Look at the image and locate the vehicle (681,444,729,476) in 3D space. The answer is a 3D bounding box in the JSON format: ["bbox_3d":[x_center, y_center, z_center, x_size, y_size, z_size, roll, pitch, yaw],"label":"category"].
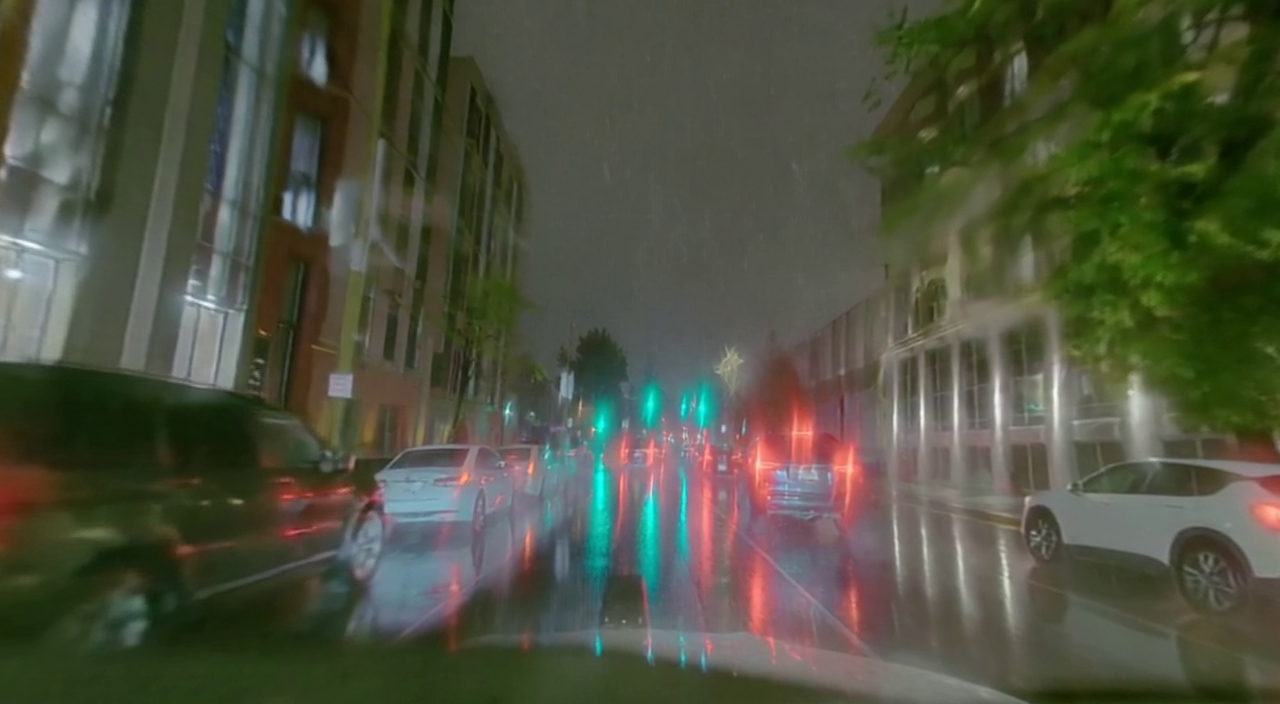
[{"bbox_3d":[3.230,5.456,32.071,1.966,1.475,4.528,0,-8,0],"label":"vehicle"}]

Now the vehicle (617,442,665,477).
[{"bbox_3d":[0.050,4.759,28.089,2.007,1.460,3.923,0,-8,0],"label":"vehicle"}]

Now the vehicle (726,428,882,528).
[{"bbox_3d":[3.134,2.506,13.143,2.002,1.707,4.547,0,-8,0],"label":"vehicle"}]

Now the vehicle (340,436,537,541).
[{"bbox_3d":[-3.235,2.272,11.172,1.863,1.466,4.416,0,-8,3],"label":"vehicle"}]

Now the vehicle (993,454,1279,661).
[{"bbox_3d":[6.233,2.036,7.289,1.913,1.624,4.116,0,-8,2],"label":"vehicle"}]

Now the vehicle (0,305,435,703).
[{"bbox_3d":[-3.404,1.051,4.318,2.142,1.832,5.373,0,-8,0],"label":"vehicle"}]
